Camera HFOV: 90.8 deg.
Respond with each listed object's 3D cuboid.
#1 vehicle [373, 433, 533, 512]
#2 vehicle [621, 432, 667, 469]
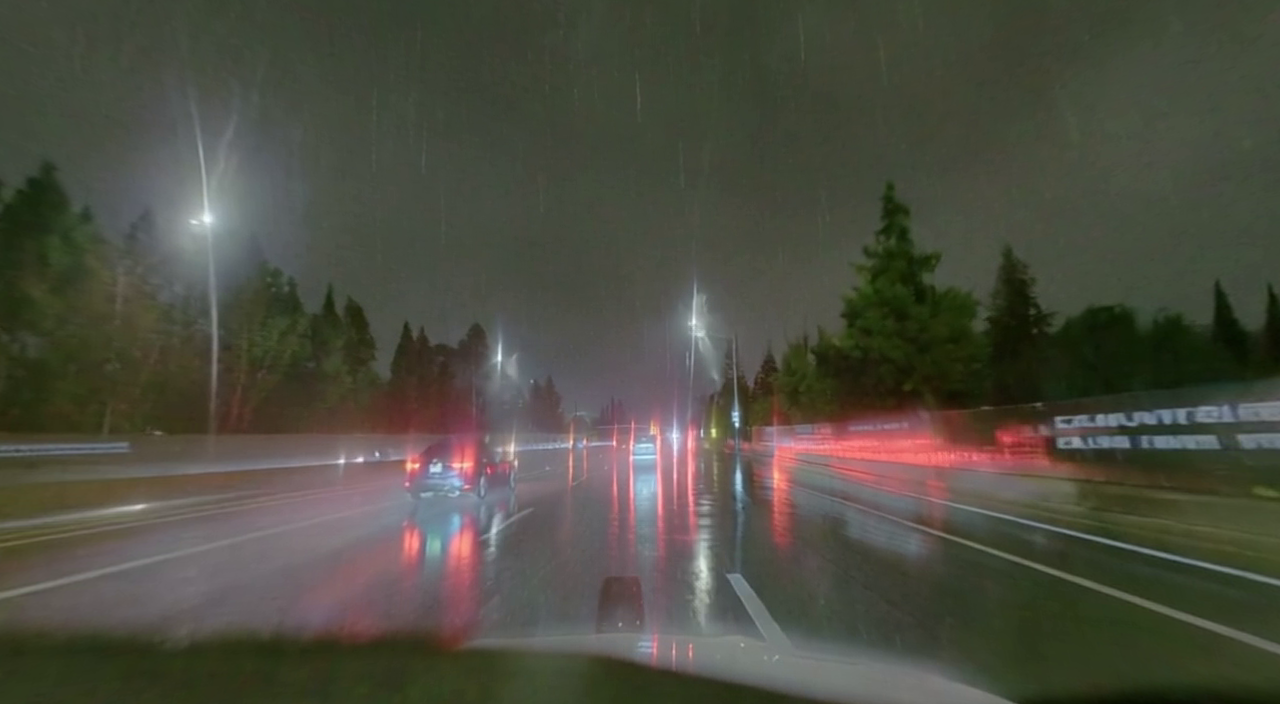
[{"bbox_3d":[-3.899,2.592,14.211,1.981,1.460,4.792,0,-8,2],"label":"vehicle"},{"bbox_3d":[0.213,4.761,30.744,2.082,1.638,4.644,0,-8,1],"label":"vehicle"}]
